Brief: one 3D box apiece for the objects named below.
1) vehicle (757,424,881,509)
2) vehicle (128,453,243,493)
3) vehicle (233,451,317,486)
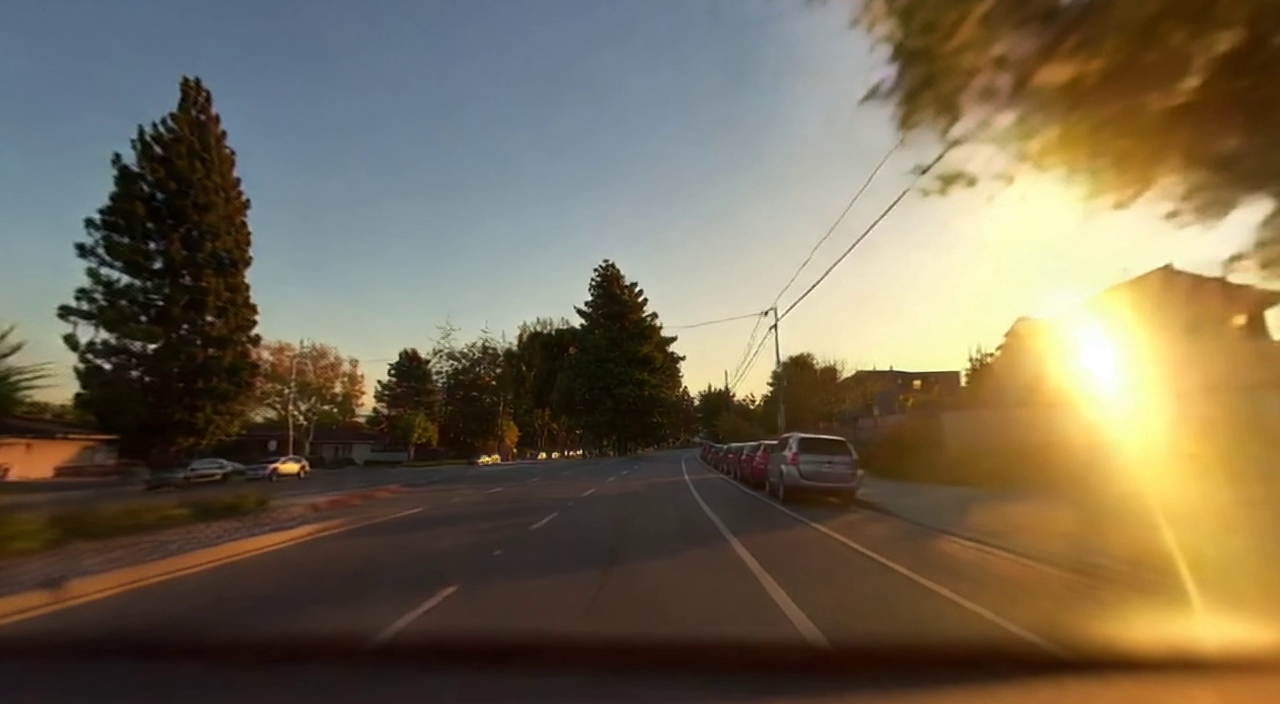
[{"bbox_3d":[4.099,2.700,15.283,2.013,1.710,4.403,-1,-9,4],"label":"vehicle"},{"bbox_3d":[-23.273,6.198,32.636,2.120,1.824,4.908,-1,-9,3],"label":"vehicle"},{"bbox_3d":[-22.572,7.201,39.317,2.171,1.745,4.867,-2,-7,3],"label":"vehicle"}]
